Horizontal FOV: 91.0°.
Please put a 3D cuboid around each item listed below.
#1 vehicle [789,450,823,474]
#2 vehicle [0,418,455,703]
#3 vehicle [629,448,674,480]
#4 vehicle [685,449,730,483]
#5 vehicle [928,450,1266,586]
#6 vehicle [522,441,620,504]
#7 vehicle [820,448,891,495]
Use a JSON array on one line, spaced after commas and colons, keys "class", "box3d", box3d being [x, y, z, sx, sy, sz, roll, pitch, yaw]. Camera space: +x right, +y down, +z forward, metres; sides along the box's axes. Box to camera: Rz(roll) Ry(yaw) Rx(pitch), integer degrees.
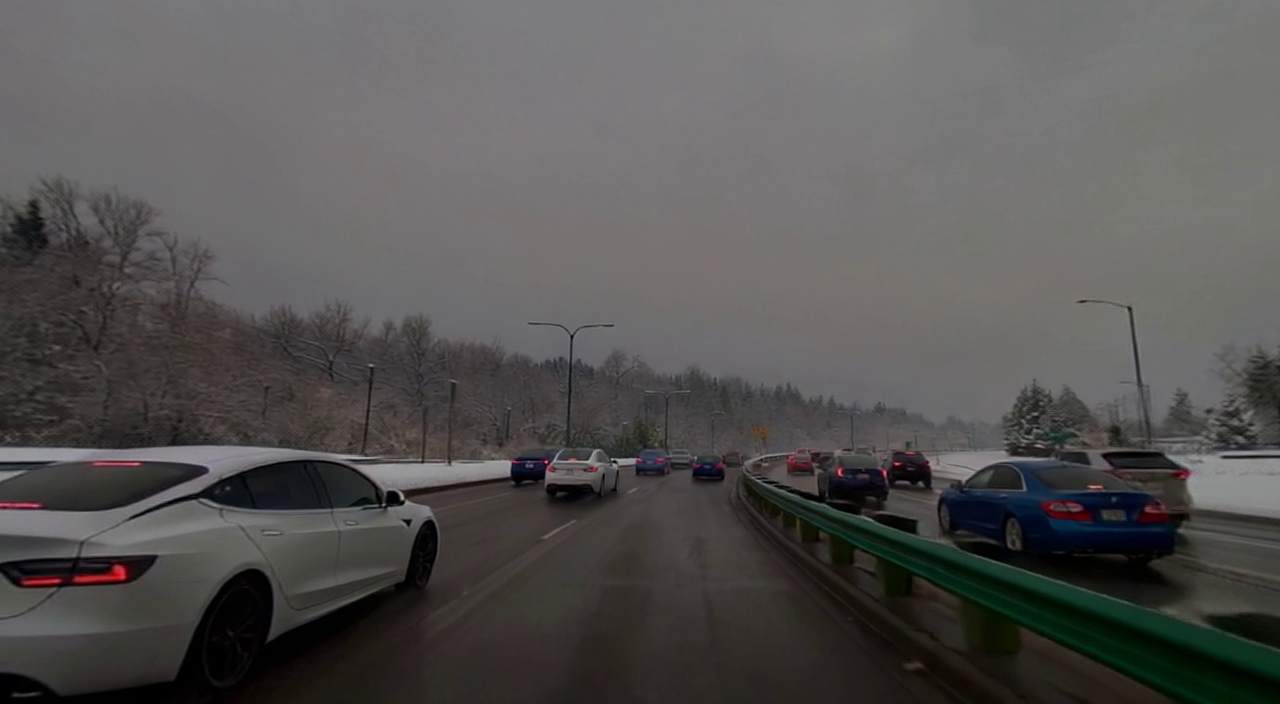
[{"class": "vehicle", "box3d": [12.099, 7.982, 46.034, 1.890, 1.610, 4.045, -1, -9, 8]}, {"class": "vehicle", "box3d": [-3.159, 1.367, 4.948, 1.921, 1.503, 4.317, 0, -9, 2]}, {"class": "vehicle", "box3d": [0.716, 6.336, 35.955, 1.930, 1.635, 4.260, -1, -9, 9]}, {"class": "vehicle", "box3d": [3.446, 5.648, 31.535, 2.015, 1.506, 4.276, -1, -9, 9]}, {"class": "vehicle", "box3d": [6.431, 2.309, 9.786, 1.869, 1.516, 4.753, 0, -9, 3]}, {"class": "vehicle", "box3d": [-1.954, 3.595, 19.336, 1.979, 1.663, 4.513, -1, -9, 7]}, {"class": "vehicle", "box3d": [8.335, 4.617, 24.754, 1.768, 1.634, 4.064, 0, -9, 6]}]
